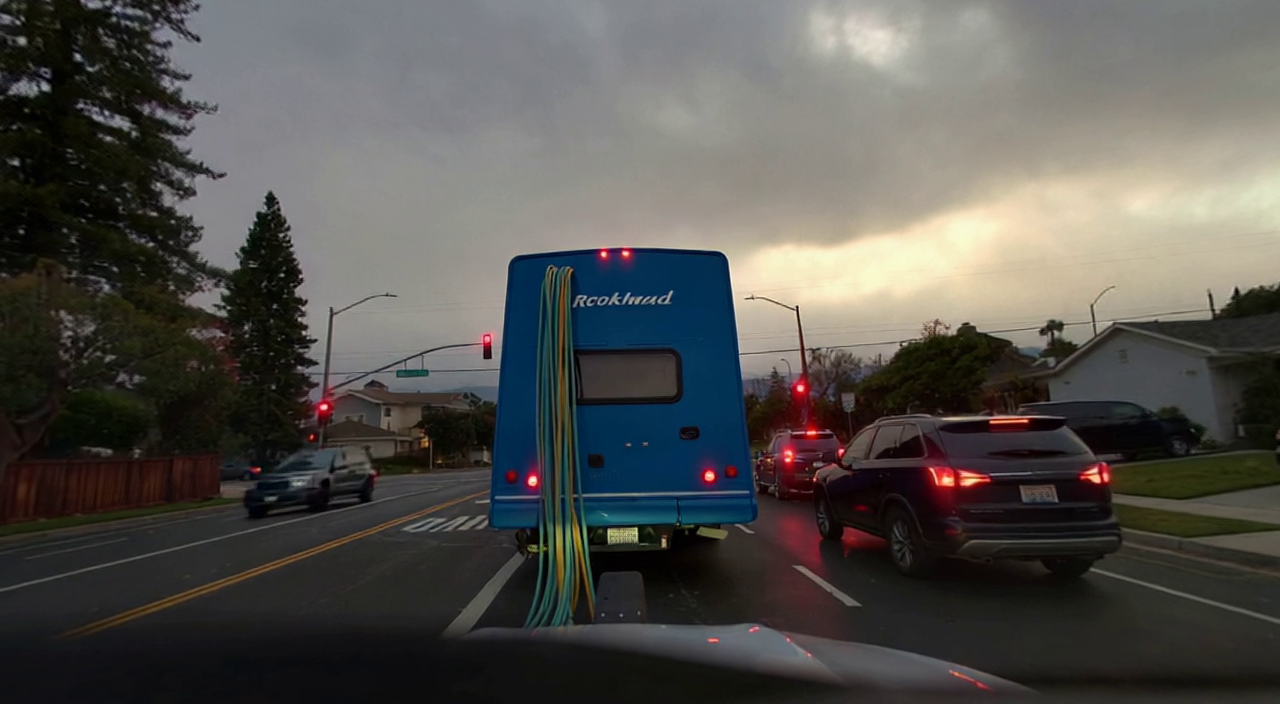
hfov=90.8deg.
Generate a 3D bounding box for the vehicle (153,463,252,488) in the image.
[{"bbox_3d":[-28.827,8.135,41.763,4.954,1.506,2.014,0,-9,-3],"label":"vehicle"}]

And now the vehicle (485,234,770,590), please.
[{"bbox_3d":[-0.113,1.130,10.333,2.709,3.511,8.213,0,-9,0],"label":"vehicle"}]

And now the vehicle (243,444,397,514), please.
[{"bbox_3d":[-8.881,3.525,18.090,2.110,1.713,4.449,0,-9,-1],"label":"vehicle"}]

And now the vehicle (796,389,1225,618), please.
[{"bbox_3d":[3.403,1.493,7.136,2.104,1.735,4.408,0,-9,0],"label":"vehicle"}]
